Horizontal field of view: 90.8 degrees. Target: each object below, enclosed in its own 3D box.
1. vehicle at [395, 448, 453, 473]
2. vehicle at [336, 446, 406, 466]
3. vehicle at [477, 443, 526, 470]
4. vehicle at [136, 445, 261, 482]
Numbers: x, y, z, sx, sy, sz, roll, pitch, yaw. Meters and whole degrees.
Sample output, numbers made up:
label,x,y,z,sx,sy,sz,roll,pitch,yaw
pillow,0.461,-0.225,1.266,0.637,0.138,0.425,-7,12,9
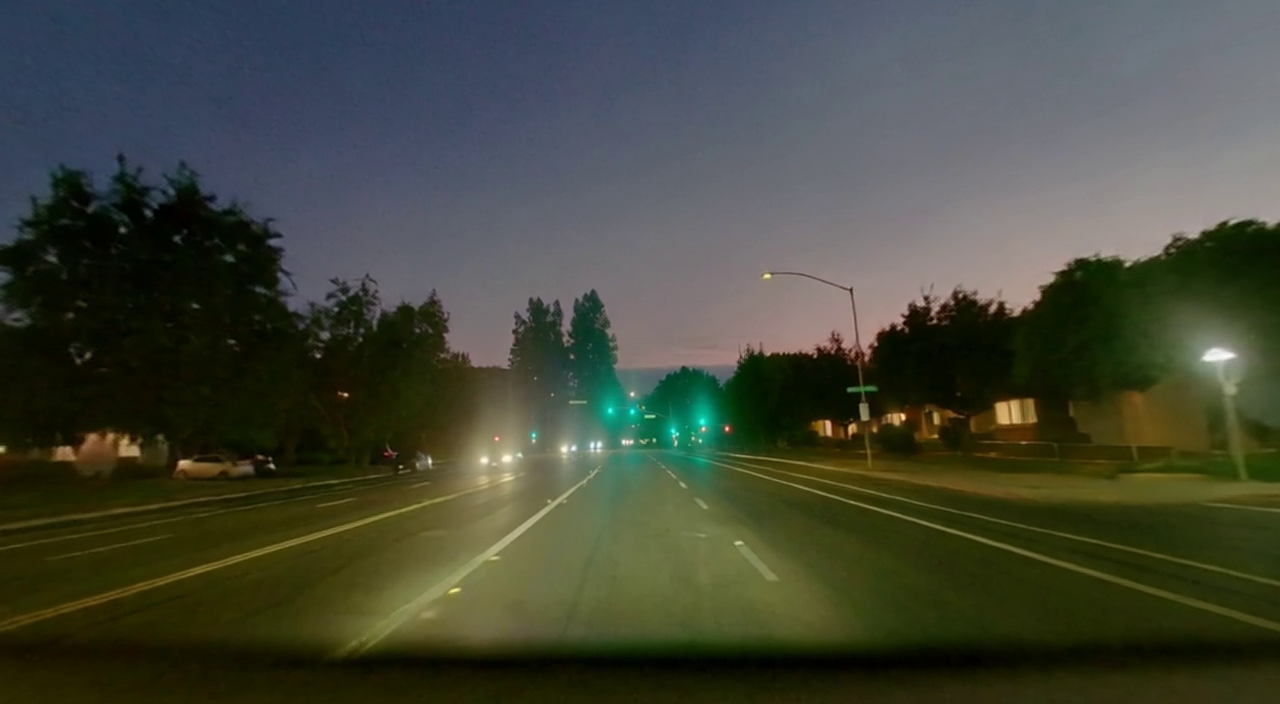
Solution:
label,x,y,z,sx,sy,sz,roll,pitch,yaw
vehicle,-13.649,6.865,40.182,1.992,1.453,4.439,0,-8,2
vehicle,-20.374,7.881,47.975,4.464,1.453,1.931,0,-9,-1
vehicle,-8.069,6.101,37.212,1.931,1.483,4.246,0,-8,0
vehicle,-20.670,5.225,29.718,4.354,1.676,1.905,0,-9,-2
